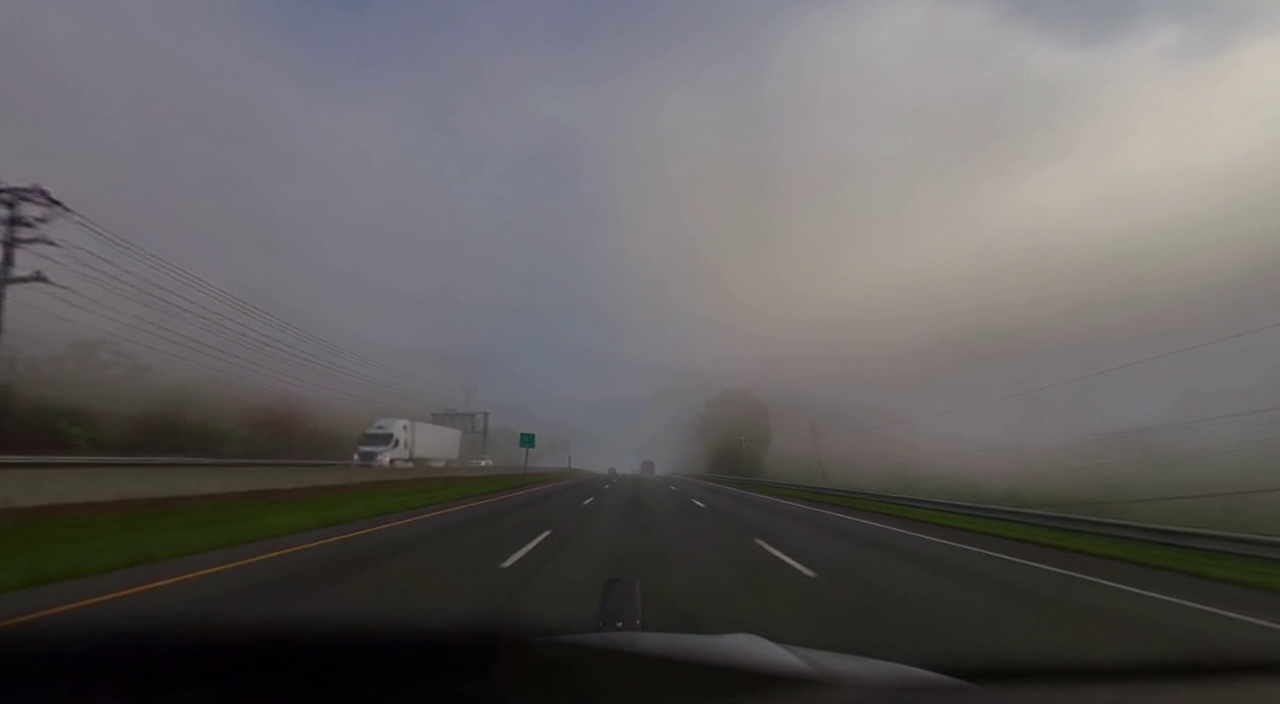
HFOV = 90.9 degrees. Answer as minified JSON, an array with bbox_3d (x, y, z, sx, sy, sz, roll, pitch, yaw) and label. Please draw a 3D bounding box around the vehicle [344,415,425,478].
[{"bbox_3d":[-17.383,6.580,43.347,2.964,3.921,5.816,1,-10,-1],"label":"vehicle"}]
